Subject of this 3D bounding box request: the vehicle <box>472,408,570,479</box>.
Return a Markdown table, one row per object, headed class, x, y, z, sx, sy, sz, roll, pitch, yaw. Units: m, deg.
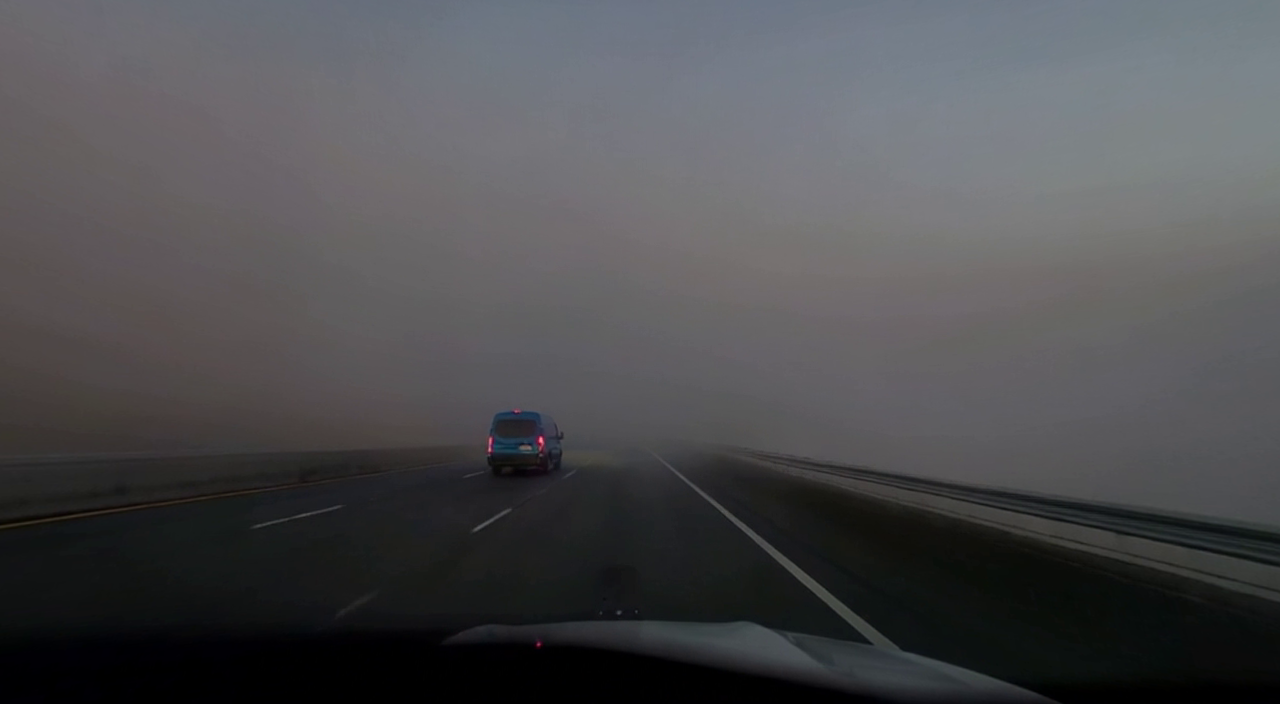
| class | x | y | z | sx | sy | sz | roll | pitch | yaw |
| --- | --- | --- | --- | --- | --- | --- | --- | --- | --- |
| vehicle | -3.711 | 2.982 | 20.703 | 2.309 | 2.053 | 4.884 | 0 | -8 | 0 |
